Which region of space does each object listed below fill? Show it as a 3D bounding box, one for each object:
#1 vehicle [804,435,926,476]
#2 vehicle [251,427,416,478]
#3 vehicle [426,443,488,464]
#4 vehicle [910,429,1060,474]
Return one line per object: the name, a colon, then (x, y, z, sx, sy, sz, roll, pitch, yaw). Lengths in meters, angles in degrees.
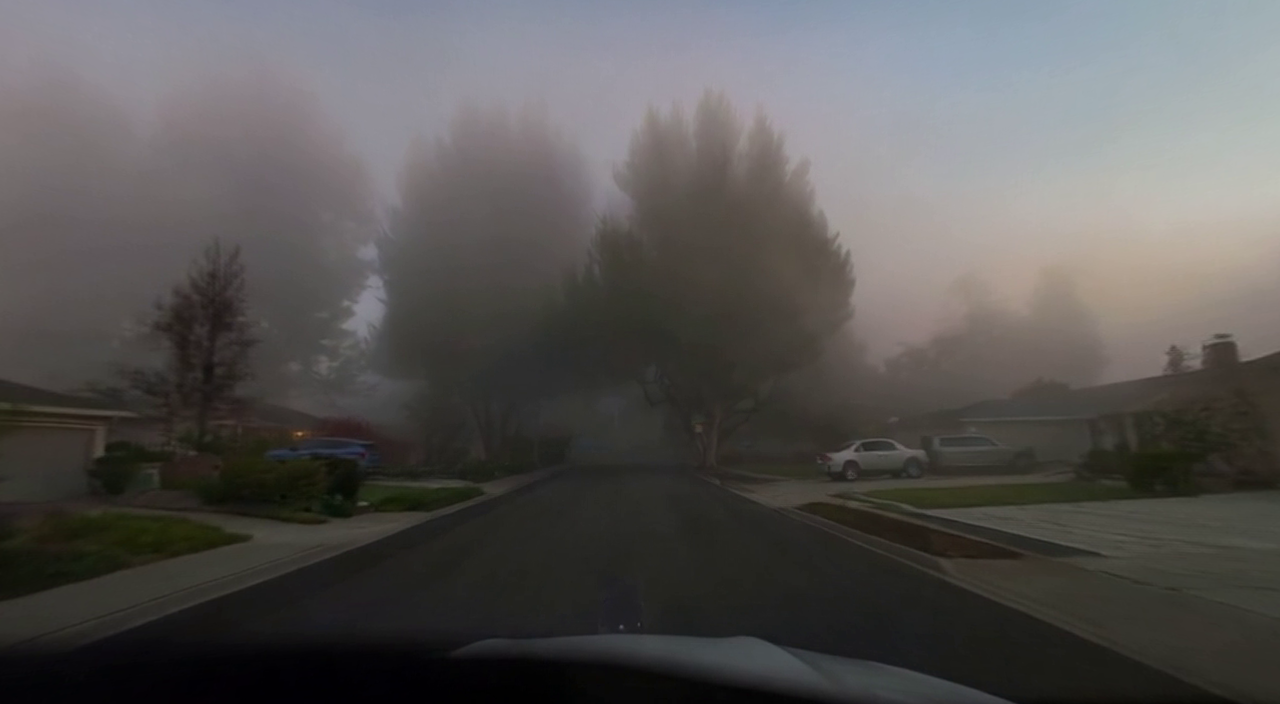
vehicle: (9.759, 4.513, 27.705, 4.582, 1.719, 1.947, 0, -8, -1)
vehicle: (-12.509, 4.128, 26.098, 5.618, 1.997, 2.201, 0, -9, -1)
vehicle: (-13.886, 7.682, 48.091, 4.190, 1.529, 1.880, 0, -8, -4)
vehicle: (15.223, 4.435, 28.126, 5.395, 1.917, 2.153, 0, -9, -2)
